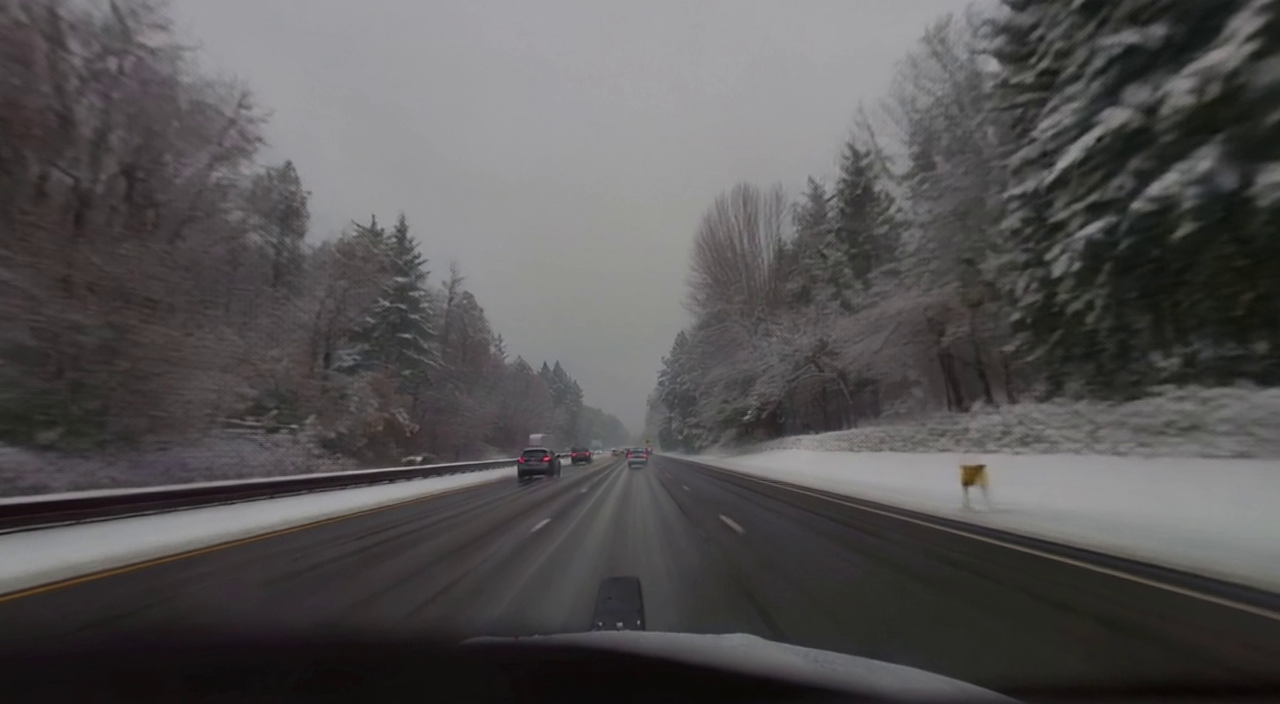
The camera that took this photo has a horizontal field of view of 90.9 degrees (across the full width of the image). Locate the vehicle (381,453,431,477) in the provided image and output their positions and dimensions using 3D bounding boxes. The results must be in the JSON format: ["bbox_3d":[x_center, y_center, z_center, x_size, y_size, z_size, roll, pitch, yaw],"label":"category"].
[{"bbox_3d":[-16.065,7.742,43.522,1.705,1.552,4.338,0,-9,1],"label":"vehicle"}]

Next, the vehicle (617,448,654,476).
[{"bbox_3d":[-0.241,6.163,35.474,2.001,1.490,3.914,0,-9,0],"label":"vehicle"}]

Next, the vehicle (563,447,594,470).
[{"bbox_3d":[-4.493,7.846,46.467,1.834,1.615,3.624,0,-9,1],"label":"vehicle"}]

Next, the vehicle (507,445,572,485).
[{"bbox_3d":[-4.099,4.688,26.323,1.978,1.538,3.755,0,-9,1],"label":"vehicle"}]
